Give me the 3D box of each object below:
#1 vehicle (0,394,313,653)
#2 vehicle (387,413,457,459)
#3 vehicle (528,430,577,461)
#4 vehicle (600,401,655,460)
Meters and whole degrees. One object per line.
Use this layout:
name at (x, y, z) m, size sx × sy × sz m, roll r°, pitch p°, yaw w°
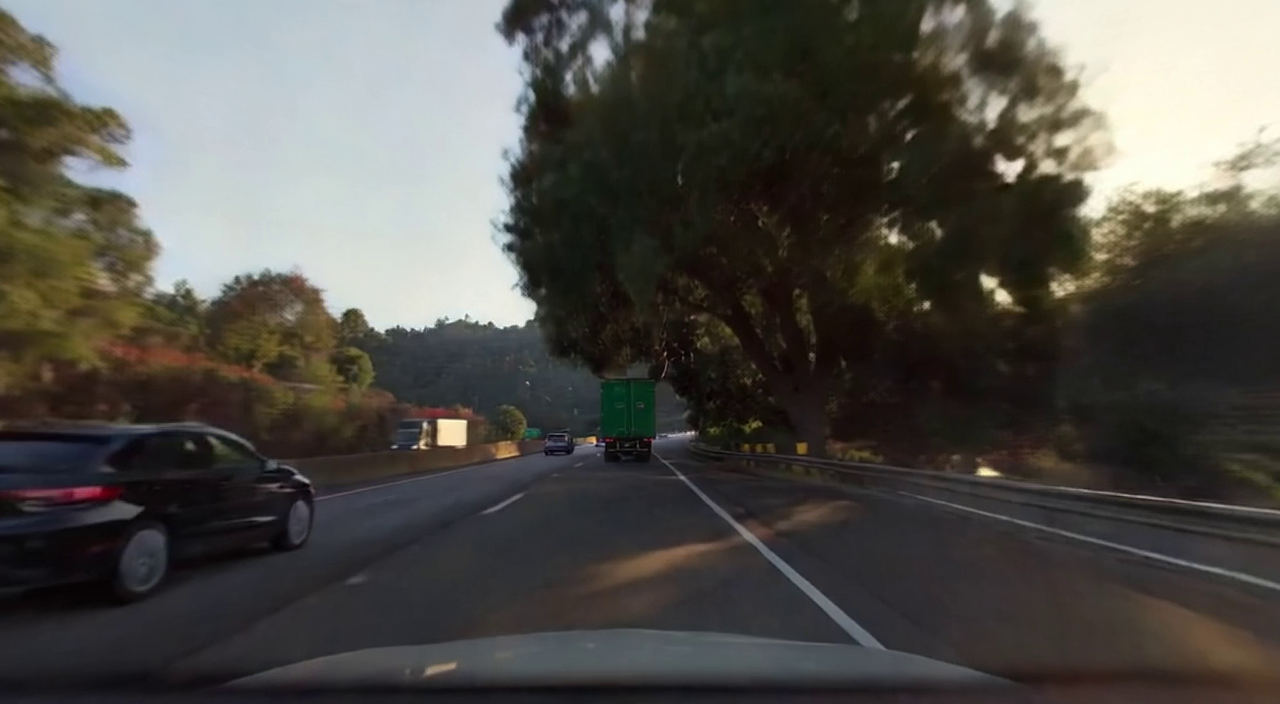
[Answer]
vehicle at (-4.747, 1.229, 5.284) m, size 1.909 × 1.520 × 3.897 m, roll 0°, pitch -8°, yaw 0°
vehicle at (-16.851, 6.566, 49.267) m, size 2.645 × 3.229 × 7.395 m, roll 0°, pitch -8°, yaw 1°
vehicle at (-5.006, 5.443, 36.850) m, size 2.138 × 1.697 × 4.587 m, roll 0°, pitch -8°, yaw 1°
vehicle at (-0.523, 3.416, 27.346) m, size 2.319 × 2.461 × 1.270 m, roll 0°, pitch -8°, yaw -1°
